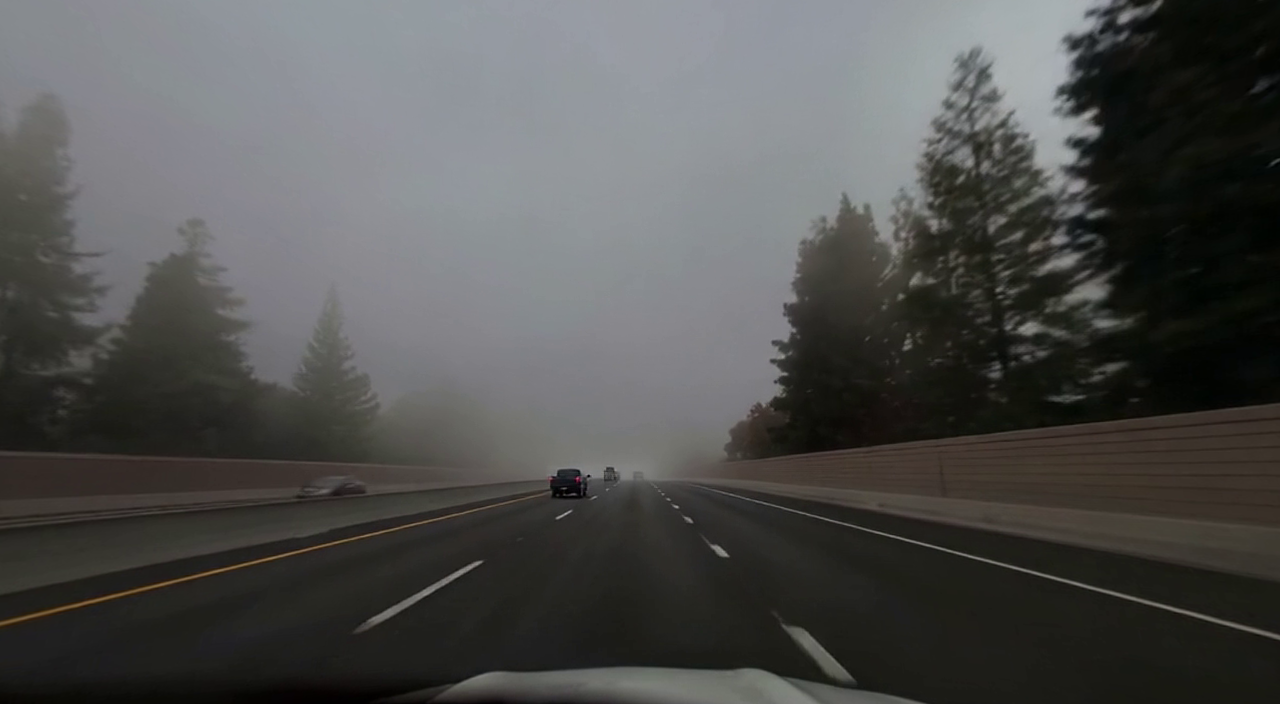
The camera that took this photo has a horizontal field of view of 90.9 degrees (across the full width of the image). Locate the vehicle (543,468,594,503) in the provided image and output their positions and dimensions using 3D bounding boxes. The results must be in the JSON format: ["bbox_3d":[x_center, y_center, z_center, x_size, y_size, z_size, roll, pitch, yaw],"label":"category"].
[{"bbox_3d":[-3.268,6.182,29.393,1.863,1.486,3.852,1,-10,0],"label":"vehicle"}]

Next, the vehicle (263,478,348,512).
[{"bbox_3d":[-16.625,7.111,31.616,1.788,1.463,4.519,1,-11,0],"label":"vehicle"}]
